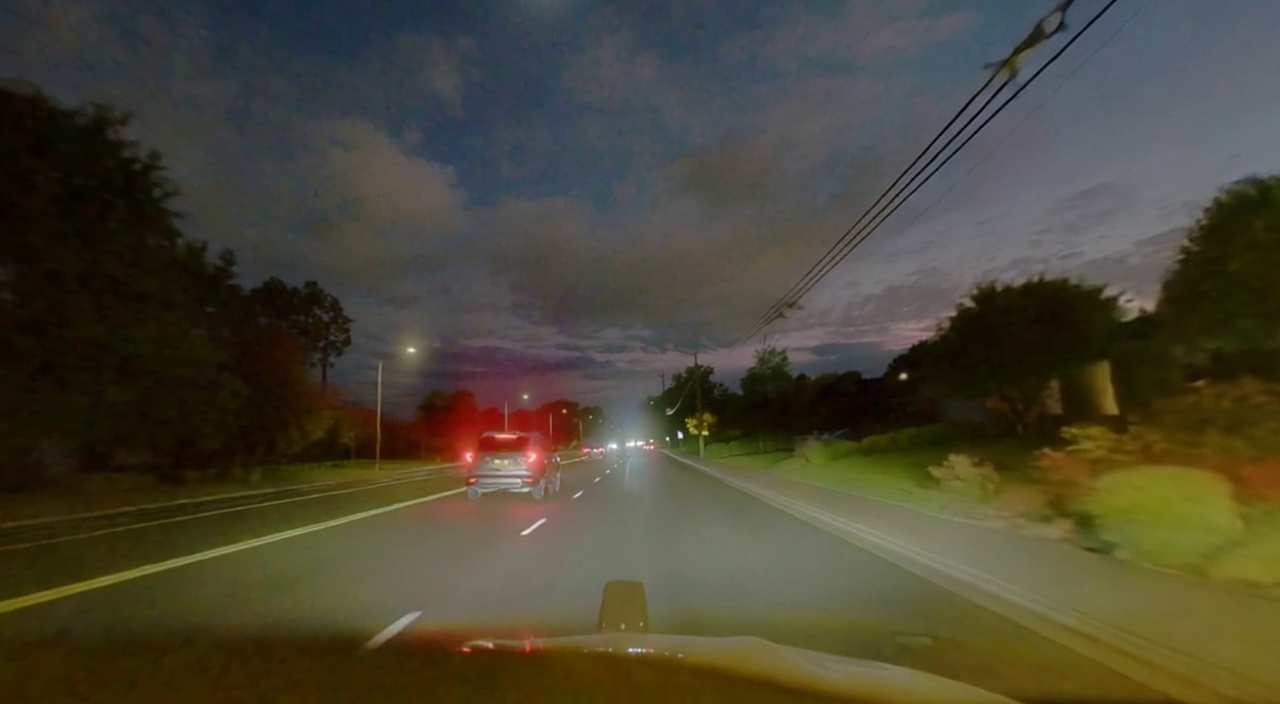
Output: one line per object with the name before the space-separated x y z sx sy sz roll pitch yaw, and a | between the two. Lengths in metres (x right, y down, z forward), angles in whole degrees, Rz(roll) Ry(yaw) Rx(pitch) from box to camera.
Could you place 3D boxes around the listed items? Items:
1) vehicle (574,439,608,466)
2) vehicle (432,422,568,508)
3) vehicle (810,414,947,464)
vehicle | -2.954 6.144 38.625 1.802 1.528 3.490 0 -8 0
vehicle | -3.178 2.684 15.417 2.190 1.766 4.394 0 -8 2
vehicle | 9.904 3.654 26.512 4.944 2.023 1.973 0 -8 1
